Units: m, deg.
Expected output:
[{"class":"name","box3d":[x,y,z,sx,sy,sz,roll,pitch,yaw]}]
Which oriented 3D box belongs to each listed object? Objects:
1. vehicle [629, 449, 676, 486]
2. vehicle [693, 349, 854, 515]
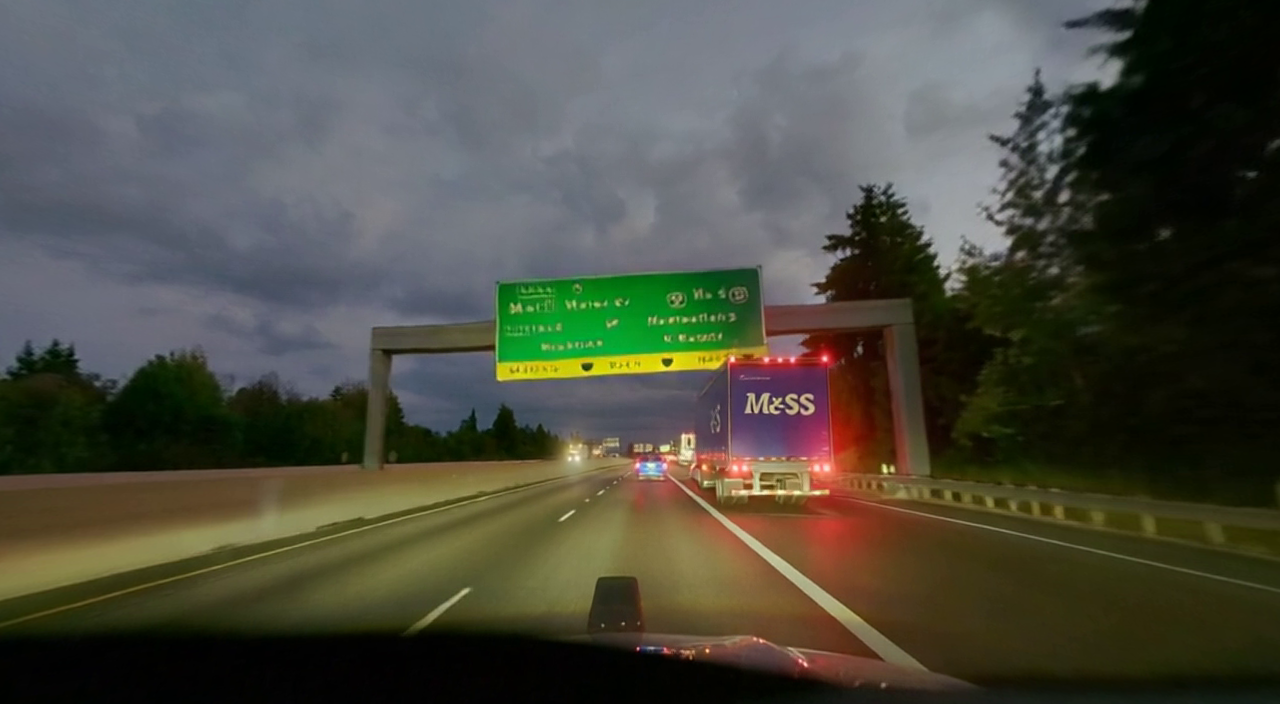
[{"class":"vehicle","box3d":[0.584,5.513,30.306,2.121,1.642,3.828,0,-9,1]},{"class":"vehicle","box3d":[3.889,3.053,22.787,3.002,4.104,14.174,0,-9,1]}]
